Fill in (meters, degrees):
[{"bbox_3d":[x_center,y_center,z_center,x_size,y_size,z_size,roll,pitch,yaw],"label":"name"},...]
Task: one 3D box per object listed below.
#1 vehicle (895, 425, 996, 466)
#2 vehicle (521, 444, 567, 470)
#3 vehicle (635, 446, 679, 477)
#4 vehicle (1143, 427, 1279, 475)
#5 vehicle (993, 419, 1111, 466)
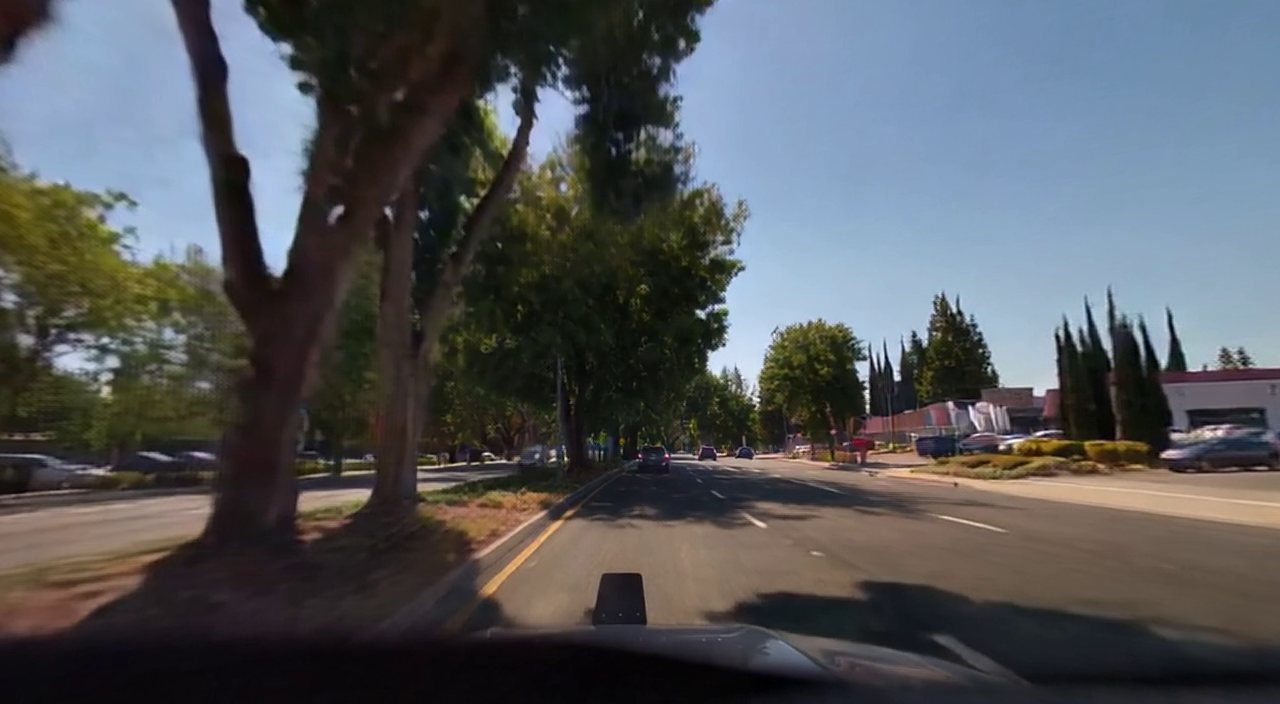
[{"bbox_3d":[21.606,6.651,44.884,5.953,2.747,2.389,1,-9,-7],"label":"vehicle"},{"bbox_3d":[-6.602,7.272,43.958,2.102,1.735,4.491,-1,-8,5],"label":"vehicle"},{"bbox_3d":[0.890,5.536,32.148,2.095,1.456,3.873,-1,-9,2],"label":"vehicle"},{"bbox_3d":[22.032,3.758,24.113,1.864,1.655,4.179,1,-9,-6],"label":"vehicle"},{"bbox_3d":[29.454,6.498,45.326,6.569,3.235,2.798,1,-9,-8],"label":"vehicle"}]
